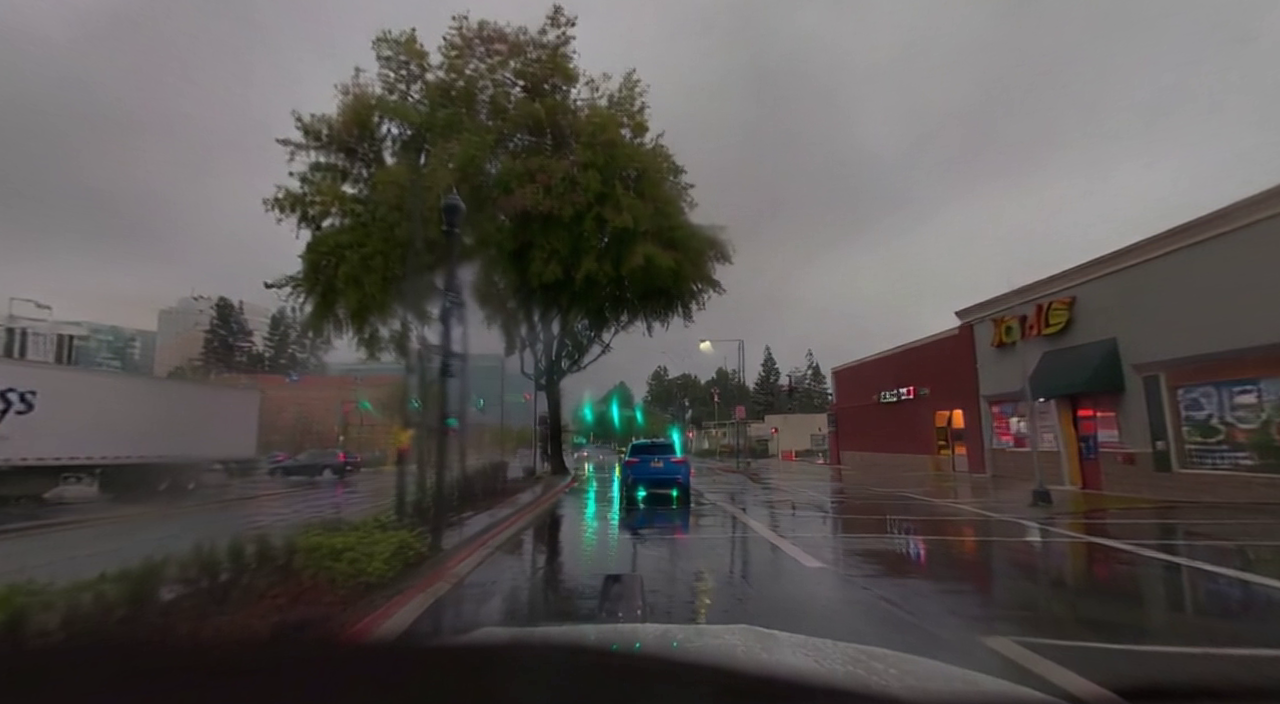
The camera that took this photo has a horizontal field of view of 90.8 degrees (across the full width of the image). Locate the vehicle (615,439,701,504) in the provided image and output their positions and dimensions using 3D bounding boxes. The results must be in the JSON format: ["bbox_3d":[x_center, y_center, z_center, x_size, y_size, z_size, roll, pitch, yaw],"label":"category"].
[{"bbox_3d":[0.501,3.064,16.626,2.006,1.470,3.799,-1,-8,3],"label":"vehicle"}]

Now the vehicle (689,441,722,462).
[{"bbox_3d":[4.906,7.329,46.689,2.012,1.468,4.169,-2,-9,11],"label":"vehicle"}]

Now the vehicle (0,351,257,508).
[{"bbox_3d":[-17.433,2.224,17.926,2.792,4.025,11.784,-3,-9,20],"label":"vehicle"}]
